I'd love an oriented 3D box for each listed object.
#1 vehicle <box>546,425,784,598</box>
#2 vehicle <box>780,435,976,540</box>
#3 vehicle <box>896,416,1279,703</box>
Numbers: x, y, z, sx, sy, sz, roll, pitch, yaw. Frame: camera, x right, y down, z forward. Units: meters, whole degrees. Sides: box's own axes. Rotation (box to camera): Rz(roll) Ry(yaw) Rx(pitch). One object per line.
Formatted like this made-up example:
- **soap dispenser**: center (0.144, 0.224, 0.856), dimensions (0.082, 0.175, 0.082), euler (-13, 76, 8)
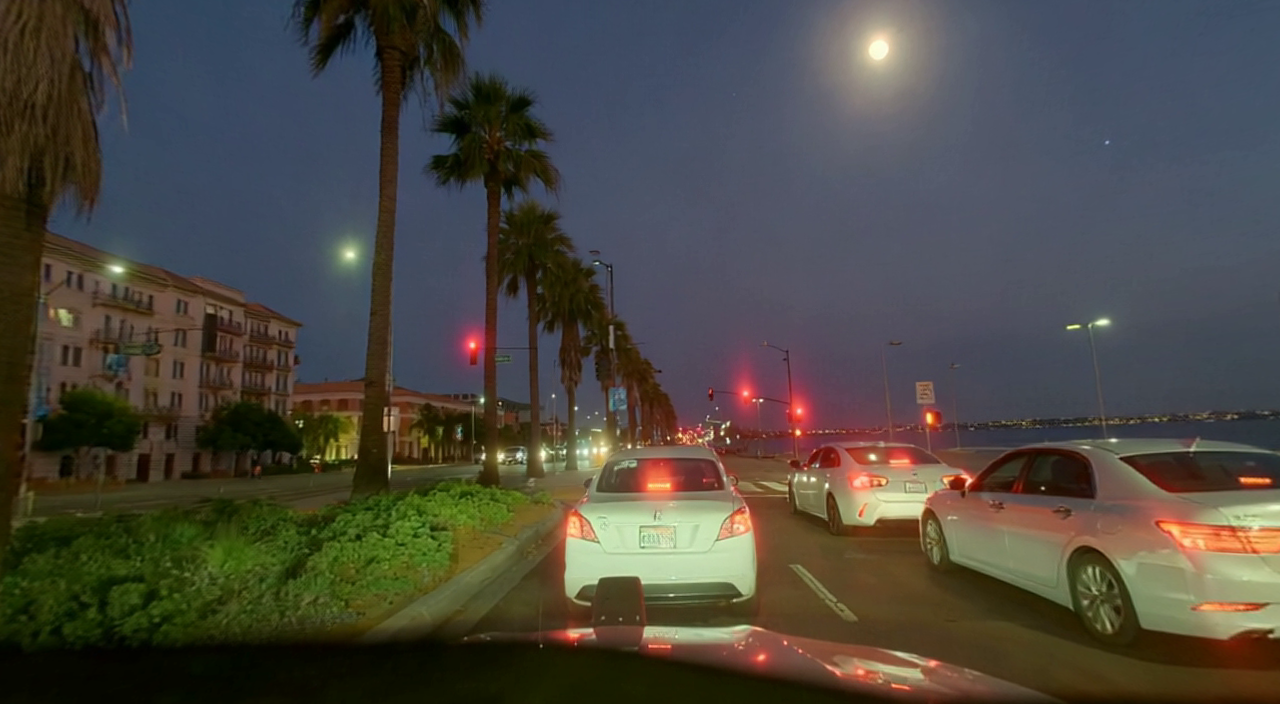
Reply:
- **vehicle**: center (0.249, 1.694, 7.473), dimensions (2.093, 1.503, 3.681), euler (0, -9, 1)
- **vehicle**: center (3.903, 2.282, 11.308), dimensions (1.920, 1.490, 4.417), euler (-1, -9, 2)
- **vehicle**: center (3.929, 1.358, 5.083), dimensions (1.913, 1.469, 4.425), euler (0, -9, 1)
